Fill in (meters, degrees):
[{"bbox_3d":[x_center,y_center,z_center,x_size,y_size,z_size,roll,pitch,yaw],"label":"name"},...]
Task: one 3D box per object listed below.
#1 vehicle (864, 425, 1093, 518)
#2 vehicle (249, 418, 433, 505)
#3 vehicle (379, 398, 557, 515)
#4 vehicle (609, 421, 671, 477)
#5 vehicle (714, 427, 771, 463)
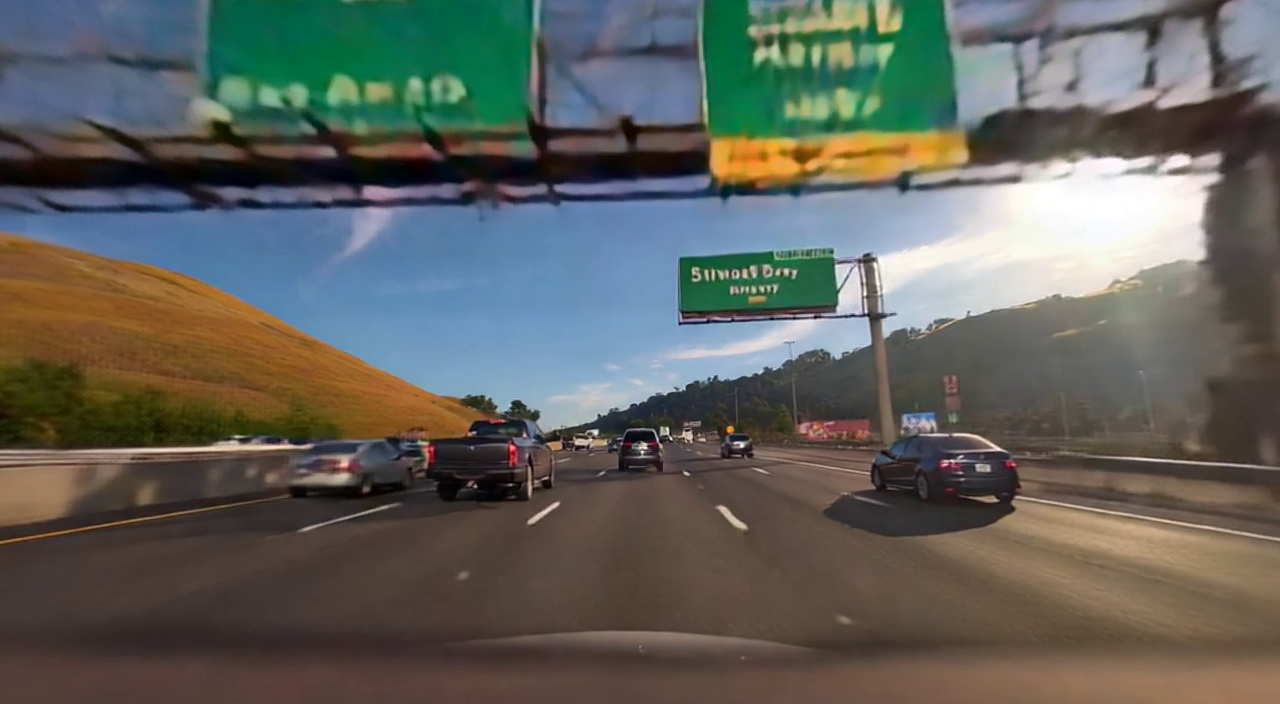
[{"bbox_3d":[6.195,2.227,12.285,1.998,1.456,4.338,0,-8,-1],"label":"vehicle"},{"bbox_3d":[-6.766,2.541,15.006,2.052,1.720,4.538,0,-8,1],"label":"vehicle"},{"bbox_3d":[-3.359,2.234,13.846,2.316,1.999,5.765,0,-8,-1],"label":"vehicle"},{"bbox_3d":[0.023,3.494,22.827,2.052,1.808,3.898,0,-8,1],"label":"vehicle"},{"bbox_3d":[5.334,4.935,33.402,2.067,1.775,4.372,0,-8,-3],"label":"vehicle"}]
